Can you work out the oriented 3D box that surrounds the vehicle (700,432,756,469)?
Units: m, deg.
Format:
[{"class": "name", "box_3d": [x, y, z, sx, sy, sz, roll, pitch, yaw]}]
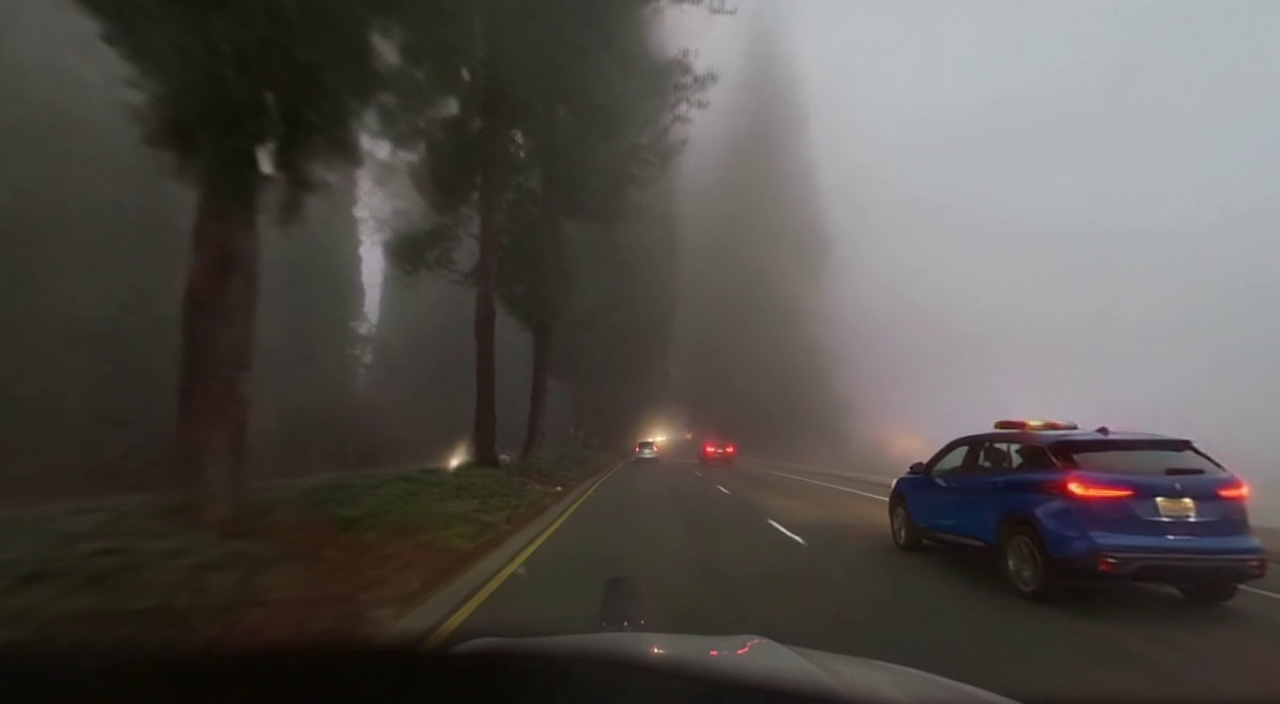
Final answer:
[{"class": "vehicle", "box_3d": [4.302, 4.887, 31.395, 2.110, 1.666, 3.912, 0, -8, -1]}]

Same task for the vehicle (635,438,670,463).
[{"class": "vehicle", "box_3d": [0.730, 6.060, 38.970, 2.026, 1.466, 4.282, 0, -8, 0]}]

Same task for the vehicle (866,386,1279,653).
[{"class": "vehicle", "box_3d": [3.980, 1.329, 6.032, 2.052, 1.639, 4.123, 0, -8, 0]}]
